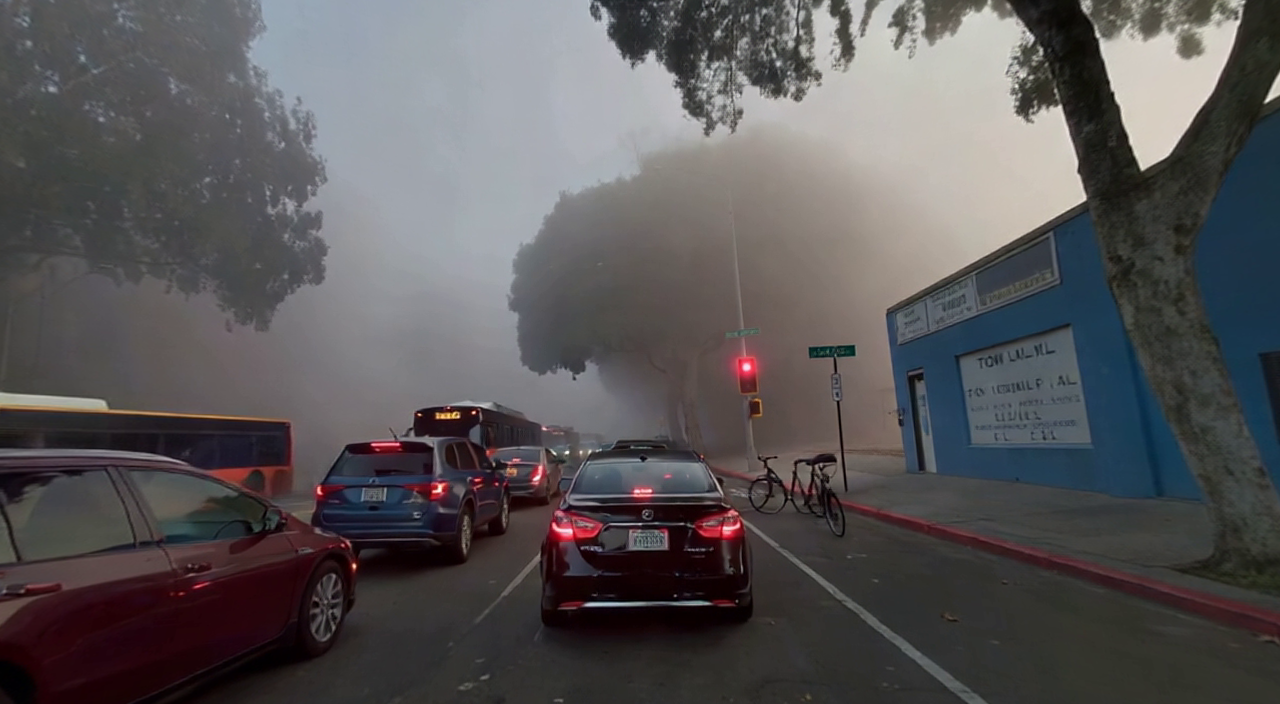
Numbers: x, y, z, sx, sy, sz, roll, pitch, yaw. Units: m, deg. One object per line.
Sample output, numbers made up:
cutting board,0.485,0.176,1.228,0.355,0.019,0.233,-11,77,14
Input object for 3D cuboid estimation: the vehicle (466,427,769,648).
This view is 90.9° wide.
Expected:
vehicle,-0.138,1.528,6.185,2.031,1.461,3.763,0,-8,0

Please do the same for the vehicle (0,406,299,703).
vehicle,-3.169,0.869,1.724,1.867,1.486,4.452,0,-8,2

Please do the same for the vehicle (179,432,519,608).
vehicle,-2.911,1.758,7.633,1.944,1.481,4.385,0,-8,1
